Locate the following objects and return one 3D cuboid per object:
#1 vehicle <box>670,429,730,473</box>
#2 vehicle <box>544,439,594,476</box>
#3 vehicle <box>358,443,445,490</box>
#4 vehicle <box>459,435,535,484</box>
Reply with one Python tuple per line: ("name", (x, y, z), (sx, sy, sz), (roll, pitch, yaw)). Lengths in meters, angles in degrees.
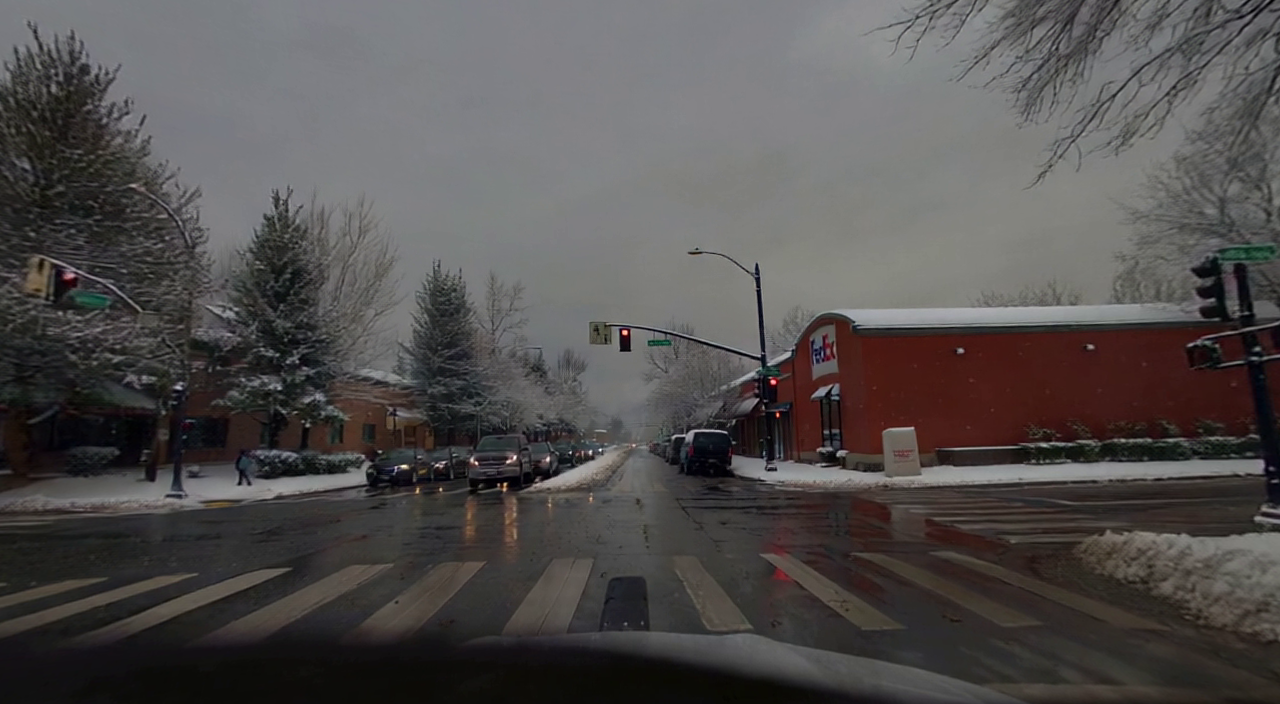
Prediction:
("vehicle", (3.101, 5.311, 34.080), (2.557, 2.188, 5.164), (0, -8, -2))
("vehicle", (-3.283, 4.956, 29.820), (2.033, 1.596, 4.142), (0, -8, -2))
("vehicle", (-9.906, 4.750, 26.603), (2.216, 1.804, 4.526), (1, -8, -5))
("vehicle", (-5.966, 4.530, 27.038), (2.242, 1.887, 4.924), (0, -8, -2))
